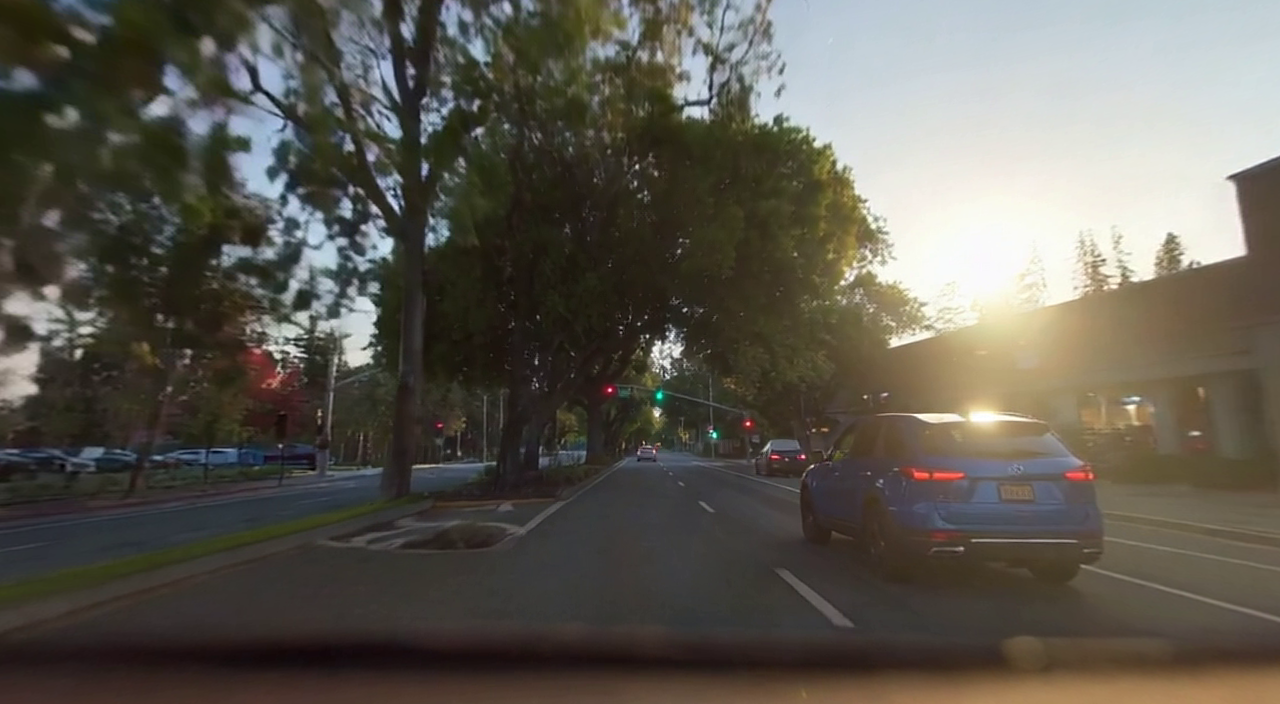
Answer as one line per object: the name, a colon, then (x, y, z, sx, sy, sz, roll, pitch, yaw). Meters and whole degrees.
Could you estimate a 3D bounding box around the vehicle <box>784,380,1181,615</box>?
vehicle: (3.238, 1.473, 7.268, 2.033, 1.865, 4.360, 0, -8, -1)

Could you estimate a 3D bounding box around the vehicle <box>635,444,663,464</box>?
vehicle: (0.711, 7.936, 49.055, 2.131, 1.474, 4.146, 0, -8, 1)
